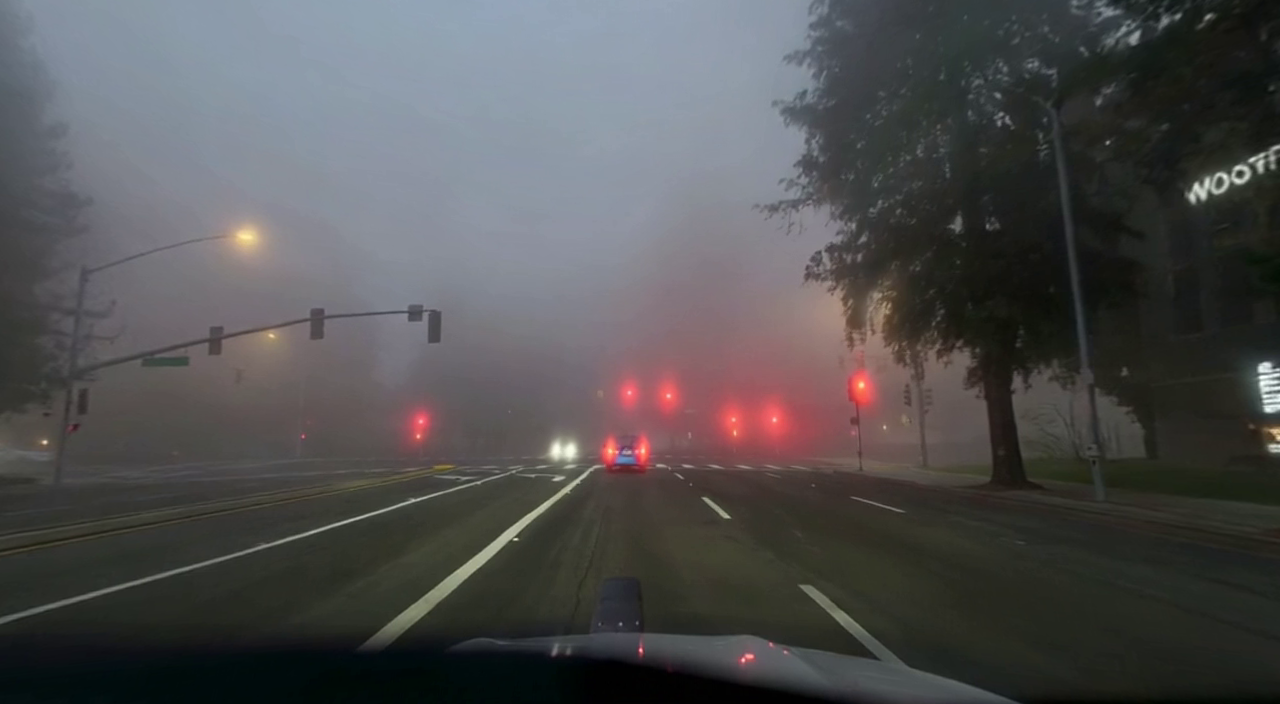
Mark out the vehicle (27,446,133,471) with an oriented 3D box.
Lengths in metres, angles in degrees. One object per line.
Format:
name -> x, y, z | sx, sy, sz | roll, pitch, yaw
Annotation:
vehicle -> -36.989, 7.034, 41.841 | 4.891, 1.591, 2.067 | 0, -9, -2

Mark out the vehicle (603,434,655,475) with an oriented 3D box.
vehicle -> -0.482, 4.422, 27.340 | 2.066, 1.618, 3.922 | 0, -9, -1
